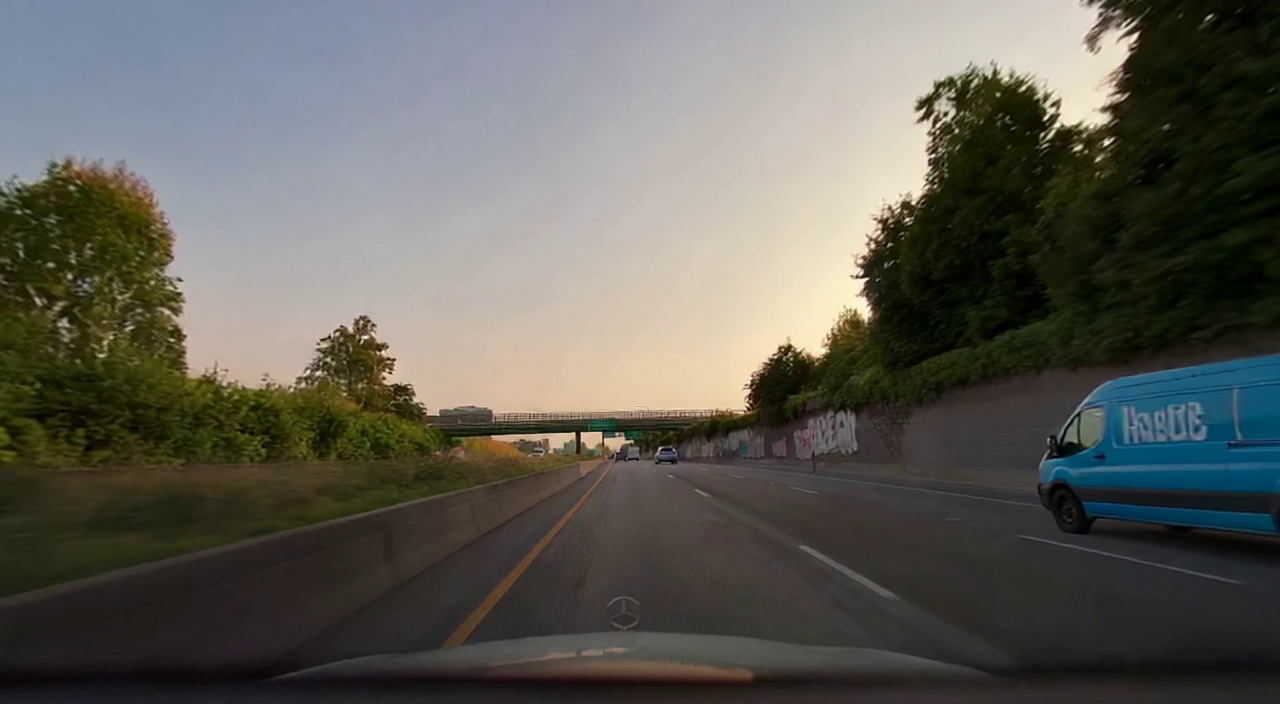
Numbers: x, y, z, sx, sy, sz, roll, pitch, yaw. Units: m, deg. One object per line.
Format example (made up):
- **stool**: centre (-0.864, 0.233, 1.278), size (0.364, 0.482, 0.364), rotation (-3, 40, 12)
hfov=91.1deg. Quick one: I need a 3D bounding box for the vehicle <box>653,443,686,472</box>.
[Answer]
- **vehicle**: centre (2.072, 7.647, 45.589), size (2.007, 1.943, 5.010), rotation (0, -9, -2)
